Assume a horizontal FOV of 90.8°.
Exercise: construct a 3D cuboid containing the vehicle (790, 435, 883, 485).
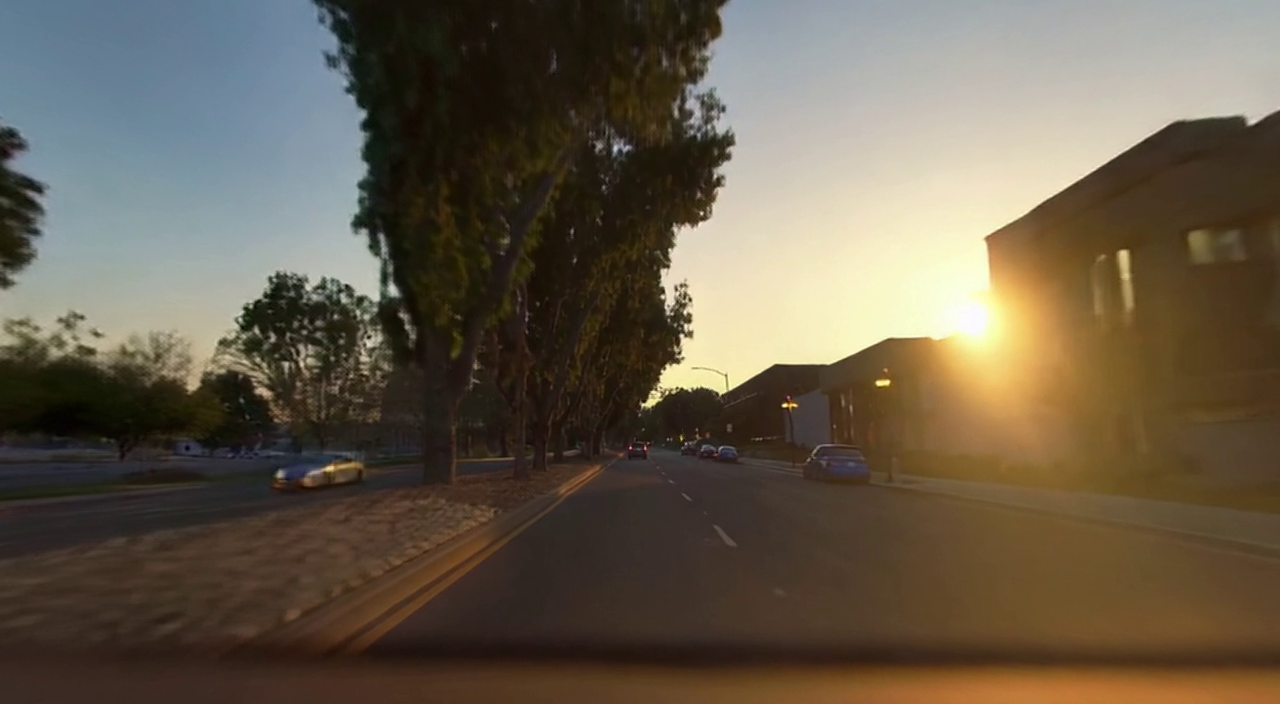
[{"bbox_3d":[7.846,4.369,25.826,2.167,1.848,4.713,0,-8,-1],"label":"vehicle"}]
